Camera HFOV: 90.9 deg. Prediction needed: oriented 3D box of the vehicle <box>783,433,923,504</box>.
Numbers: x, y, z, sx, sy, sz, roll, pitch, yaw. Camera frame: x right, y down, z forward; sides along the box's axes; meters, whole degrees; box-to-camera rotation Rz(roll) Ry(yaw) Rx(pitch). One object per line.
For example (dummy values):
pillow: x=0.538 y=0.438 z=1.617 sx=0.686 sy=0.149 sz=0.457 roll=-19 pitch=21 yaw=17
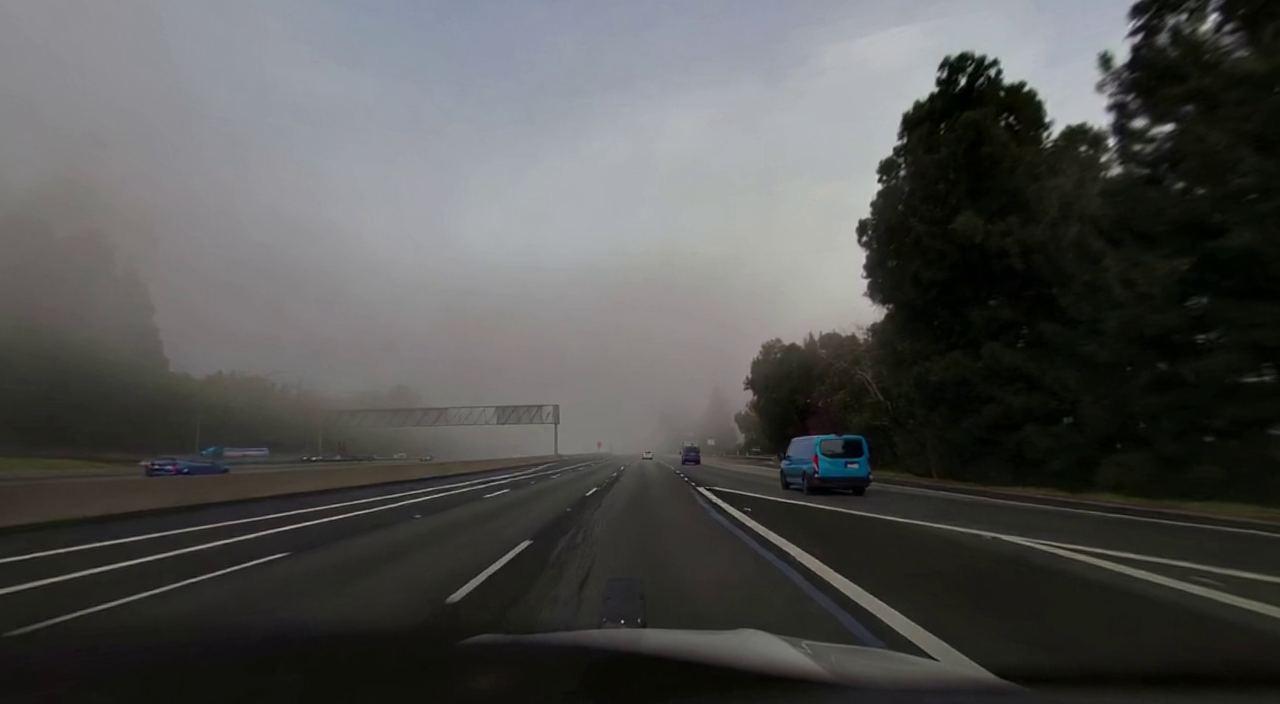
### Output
vehicle: x=6.032 y=3.343 z=18.519 sx=1.971 sy=1.795 sz=4.389 roll=2 pitch=-9 yaw=-10

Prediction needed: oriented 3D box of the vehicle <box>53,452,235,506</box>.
vehicle: x=-15.279 y=3.898 z=19.850 sx=1.903 sy=1.486 sz=4.666 roll=0 pitch=-9 yaw=1
